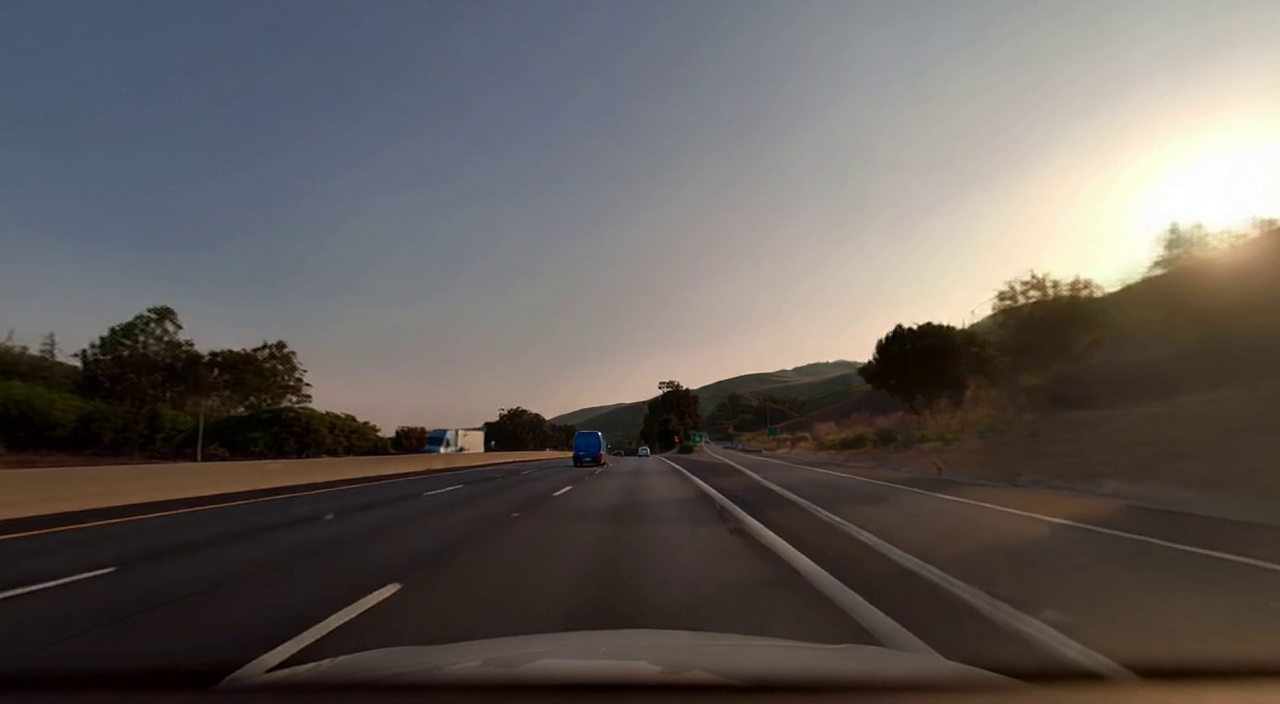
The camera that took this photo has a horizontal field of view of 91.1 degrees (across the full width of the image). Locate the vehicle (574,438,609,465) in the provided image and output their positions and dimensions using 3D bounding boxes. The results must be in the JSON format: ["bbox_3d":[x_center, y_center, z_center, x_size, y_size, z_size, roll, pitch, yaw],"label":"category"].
[{"bbox_3d":[-3.528,7.309,46.295,2.169,1.849,4.639,0,-8,0],"label":"vehicle"}]
